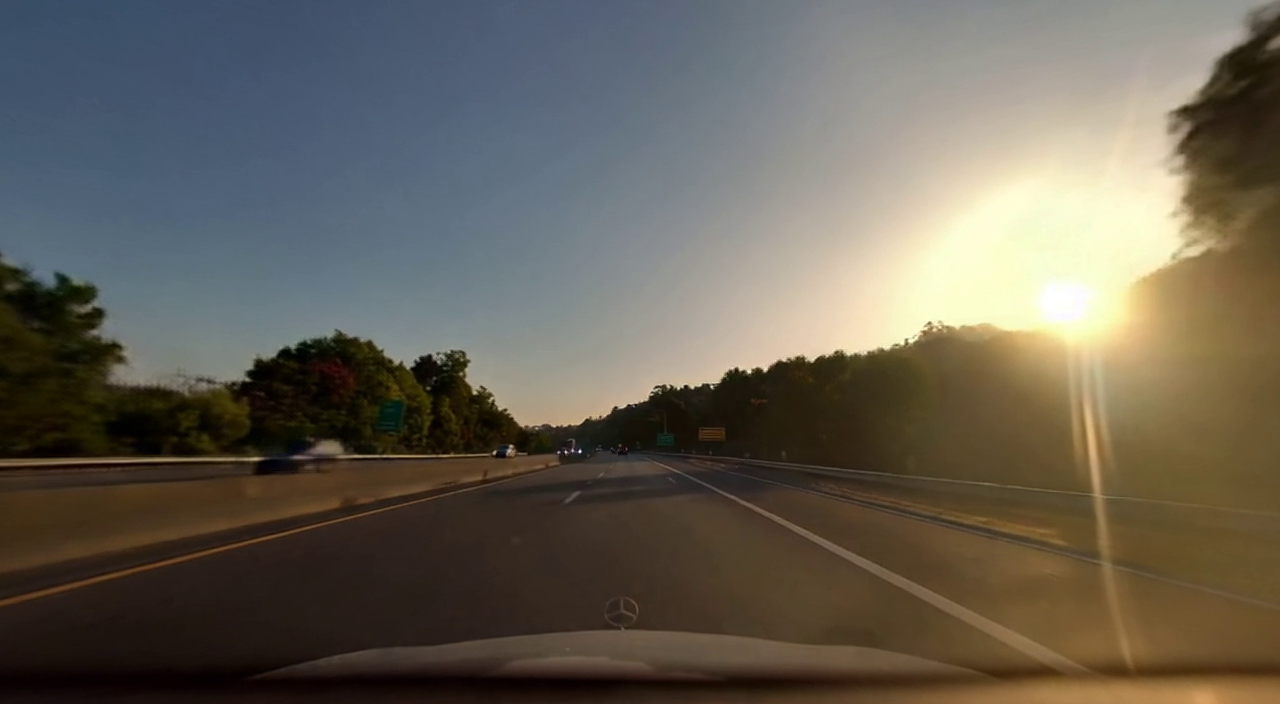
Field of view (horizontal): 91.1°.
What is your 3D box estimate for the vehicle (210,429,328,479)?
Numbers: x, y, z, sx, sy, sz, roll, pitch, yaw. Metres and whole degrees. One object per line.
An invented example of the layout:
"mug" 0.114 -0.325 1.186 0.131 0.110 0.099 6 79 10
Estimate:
"vehicle" -16.236 4.501 27.917 2.214 1.966 4.920 -1 -9 0
